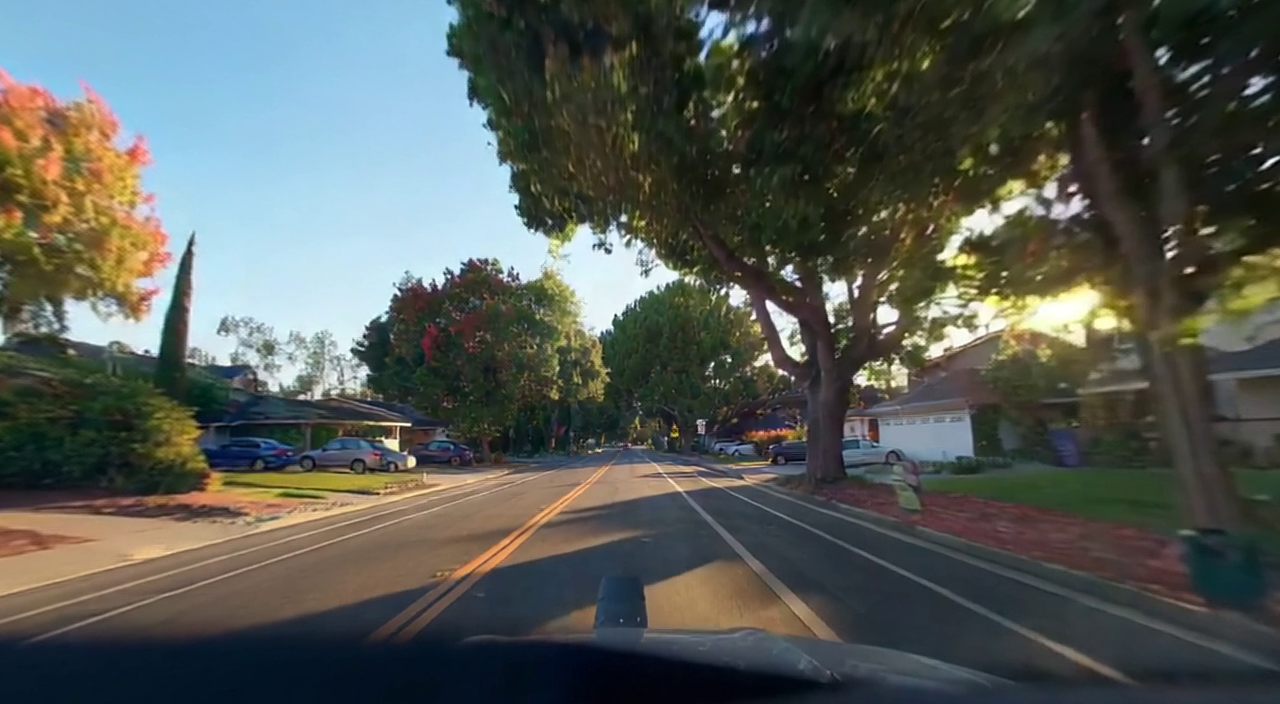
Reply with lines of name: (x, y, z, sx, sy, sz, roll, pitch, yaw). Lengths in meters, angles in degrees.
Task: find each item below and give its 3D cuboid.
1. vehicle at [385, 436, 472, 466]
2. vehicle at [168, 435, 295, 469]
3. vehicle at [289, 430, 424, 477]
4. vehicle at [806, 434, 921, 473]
vehicle: (-12.792, 6.019, 38.442, 4.549, 1.802, 2.081, 0, -9, 2)
vehicle: (-18.871, 4.669, 29.367, 4.351, 1.488, 2.114, 1, -9, -3)
vehicle: (-12.459, 4.474, 27.991, 5.009, 1.880, 1.961, -1, -8, 1)
vehicle: (10.740, 4.899, 30.571, 4.751, 1.518, 1.885, -4, -8, -1)
